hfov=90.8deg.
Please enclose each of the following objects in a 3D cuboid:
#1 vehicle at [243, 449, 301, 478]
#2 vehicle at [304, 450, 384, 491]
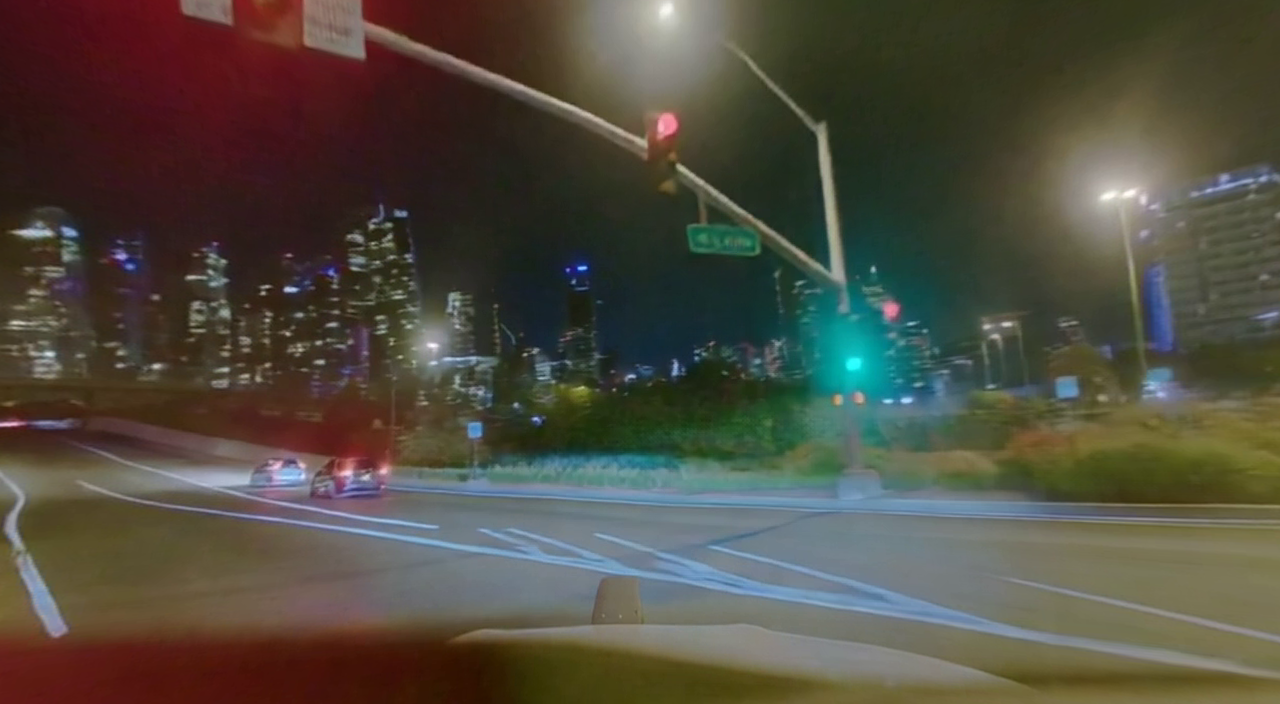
[{"bbox_3d":[-22.411,6.745,38.424,3.852,1.605,2.007,-8,-11,44],"label":"vehicle"},{"bbox_3d":[-12.528,4.935,26.635,2.048,1.516,3.874,6,-11,-39],"label":"vehicle"}]
